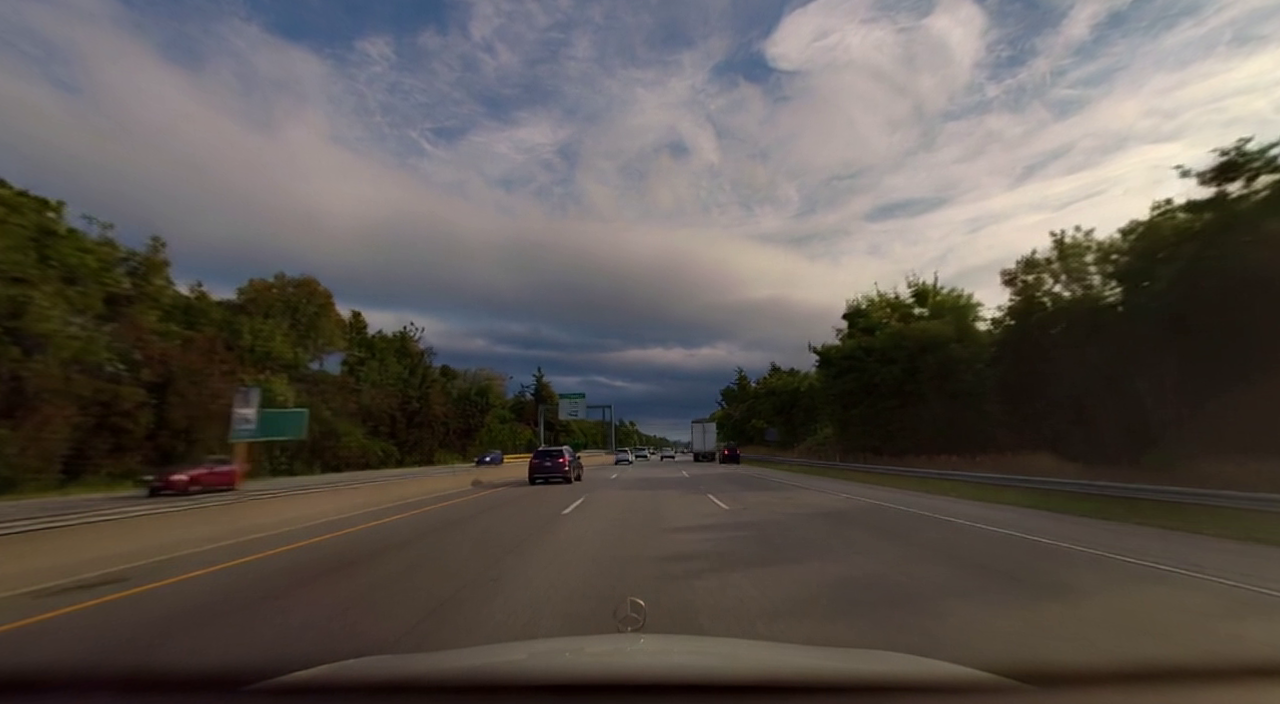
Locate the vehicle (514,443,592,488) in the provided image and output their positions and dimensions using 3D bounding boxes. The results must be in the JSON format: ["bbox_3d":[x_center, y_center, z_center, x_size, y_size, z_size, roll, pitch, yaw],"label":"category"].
[{"bbox_3d":[-3.192,4.317,24.189,2.085,1.530,4.809,0,-9,2],"label":"vehicle"}]

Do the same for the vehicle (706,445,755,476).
[{"bbox_3d":[4.931,5.982,34.897,2.176,1.598,3.878,0,-9,1],"label":"vehicle"}]
